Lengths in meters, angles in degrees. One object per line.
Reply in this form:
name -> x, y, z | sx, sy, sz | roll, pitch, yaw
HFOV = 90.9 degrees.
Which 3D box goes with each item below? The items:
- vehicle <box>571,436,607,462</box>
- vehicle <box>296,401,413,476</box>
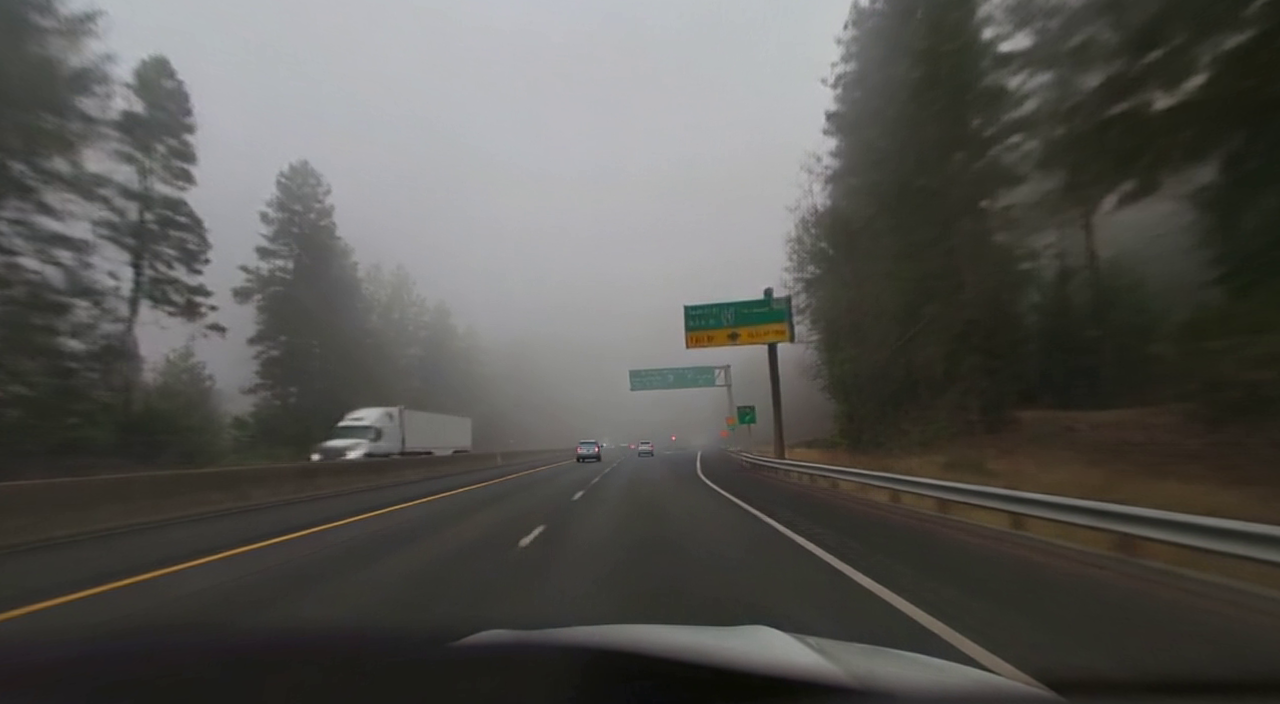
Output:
vehicle -> -3.604, 6.936, 45.070 | 2.129, 1.742, 4.217 | 0, -8, 1
vehicle -> -17.112, 5.343, 38.745 | 3.004, 4.024, 8.629 | 0, -8, 0
